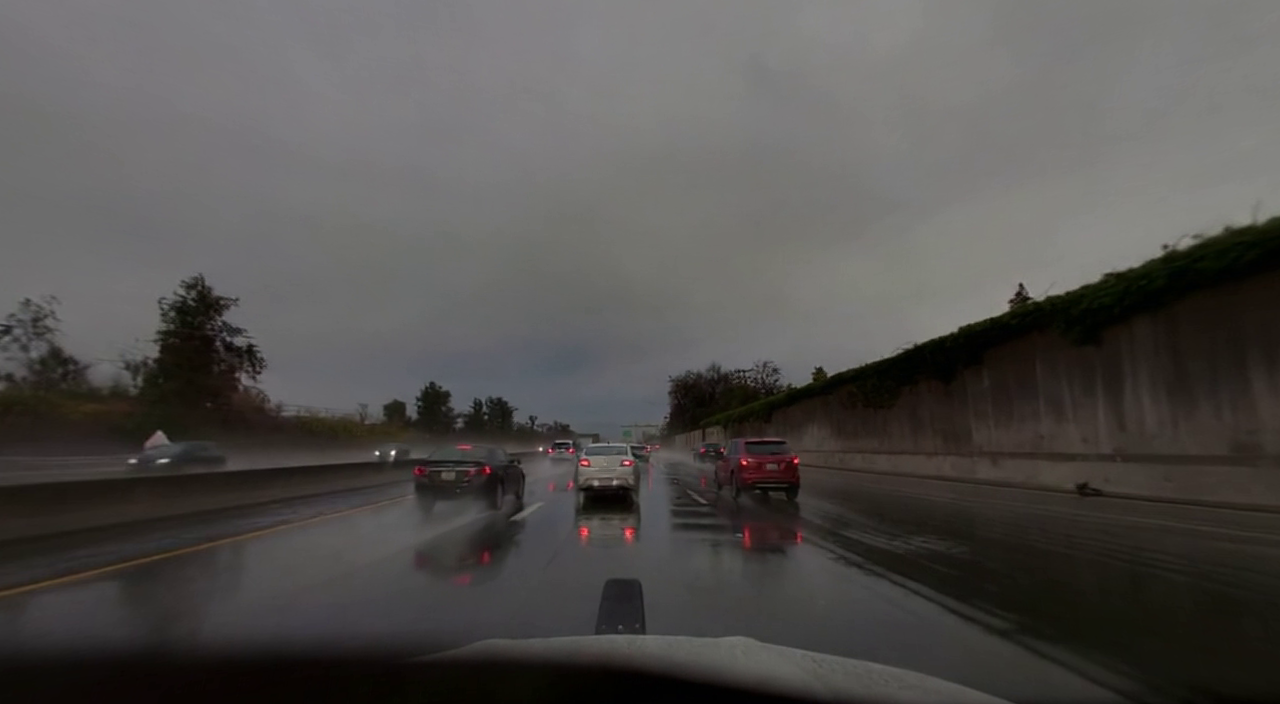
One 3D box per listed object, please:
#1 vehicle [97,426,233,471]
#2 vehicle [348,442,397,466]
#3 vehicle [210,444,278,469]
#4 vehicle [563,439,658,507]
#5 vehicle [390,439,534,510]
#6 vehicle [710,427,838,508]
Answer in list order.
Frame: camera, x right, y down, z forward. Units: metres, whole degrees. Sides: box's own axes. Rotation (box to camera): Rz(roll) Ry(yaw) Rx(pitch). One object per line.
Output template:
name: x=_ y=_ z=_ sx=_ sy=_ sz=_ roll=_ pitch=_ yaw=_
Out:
vehicle: x=-33.724 y=6.949 z=45.535 sx=2.827 sy=2.862 sz=9.463 roll=0 pitch=-9 yaw=-3
vehicle: x=-20.027 y=7.632 z=47.519 sx=1.942 sy=1.713 sz=4.195 roll=0 pitch=-9 yaw=-2
vehicle: x=-26.861 y=7.098 z=43.067 sx=1.847 sy=1.607 sz=4.463 roll=0 pitch=-9 yaw=-2
vehicle: x=-0.694 y=2.965 z=15.981 sx=2.098 sy=1.475 sz=3.997 roll=0 pitch=-9 yaw=-1
vehicle: x=-4.331 y=3.070 z=16.491 sx=2.214 sy=1.512 sz=5.389 roll=0 pitch=-9 yaw=0
vehicle: x=3.263 y=2.936 z=16.552 sx=2.162 sy=1.800 sz=4.693 roll=0 pitch=-9 yaw=-2
